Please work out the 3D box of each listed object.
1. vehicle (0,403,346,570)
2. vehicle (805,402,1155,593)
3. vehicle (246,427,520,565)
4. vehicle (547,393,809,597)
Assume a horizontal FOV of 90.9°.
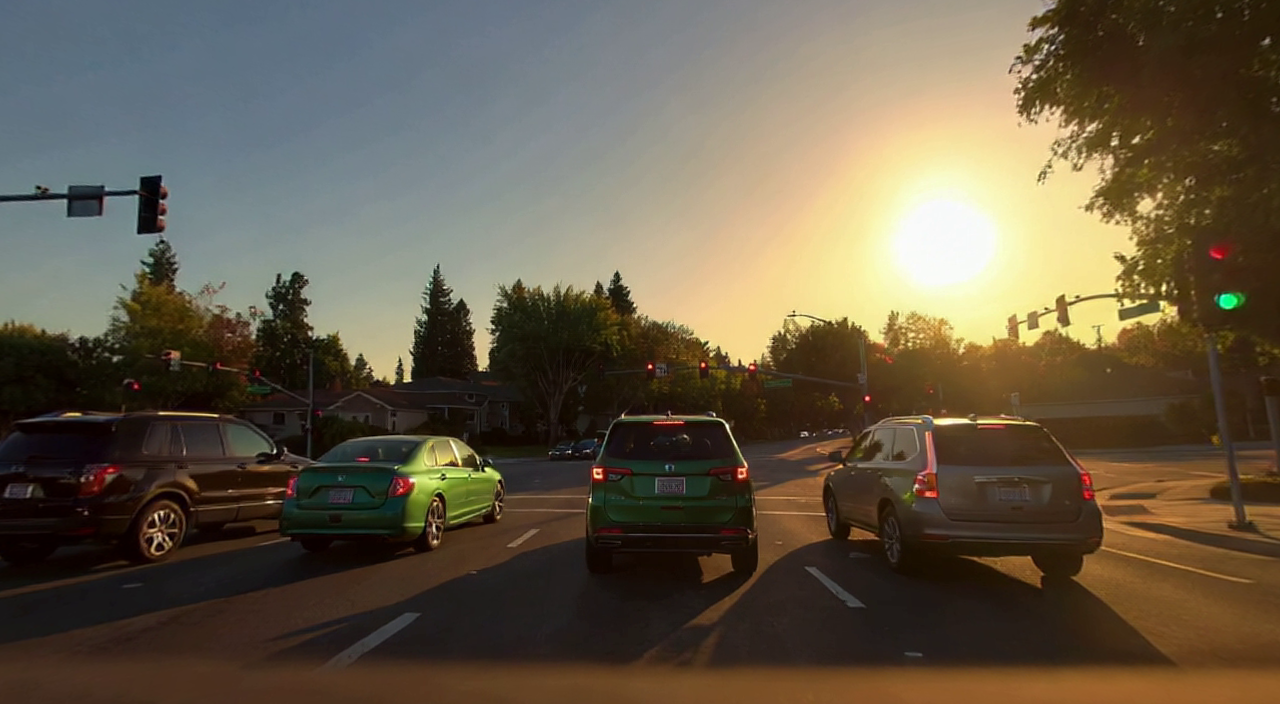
[{"bbox_3d":[-6.634,1.816,9.321,2.075,1.796,4.785,0,-8,2],"label":"vehicle"},{"bbox_3d":[3.530,1.587,7.746,2.047,1.638,4.395,-1,-8,4],"label":"vehicle"},{"bbox_3d":[-3.236,1.887,9.104,1.885,1.475,4.359,-1,-8,4],"label":"vehicle"},{"bbox_3d":[0.396,1.515,7.488,2.198,1.708,4.170,0,-8,2],"label":"vehicle"}]
